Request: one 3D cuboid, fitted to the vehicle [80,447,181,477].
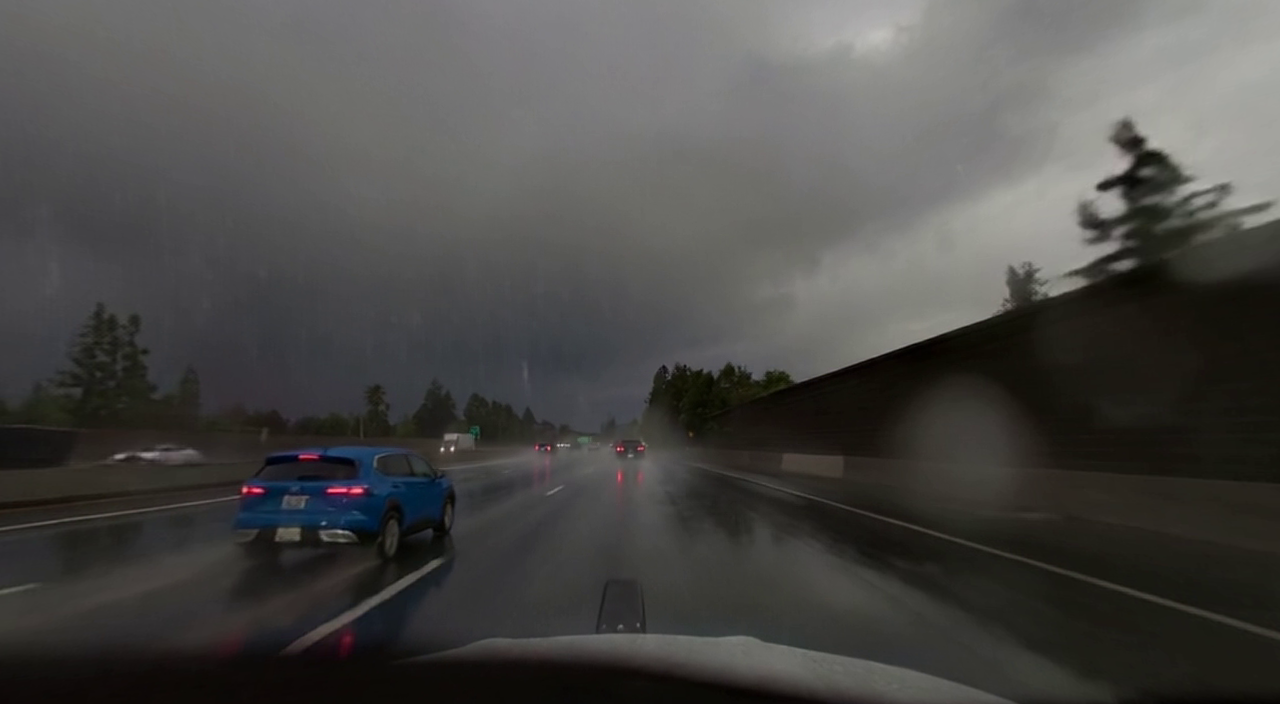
[{"bbox_3d":[-29.103,6.263,36.205,1.875,1.536,4.652,0,-8,0],"label":"vehicle"}]

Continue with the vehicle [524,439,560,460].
[{"bbox_3d":[-7.515,7.572,48.834,2.019,1.523,4.396,0,-8,1],"label":"vehicle"}]

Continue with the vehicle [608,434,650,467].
[{"bbox_3d":[-0.547,5.389,34.577,2.141,1.706,4.065,0,-8,0],"label":"vehicle"}]
